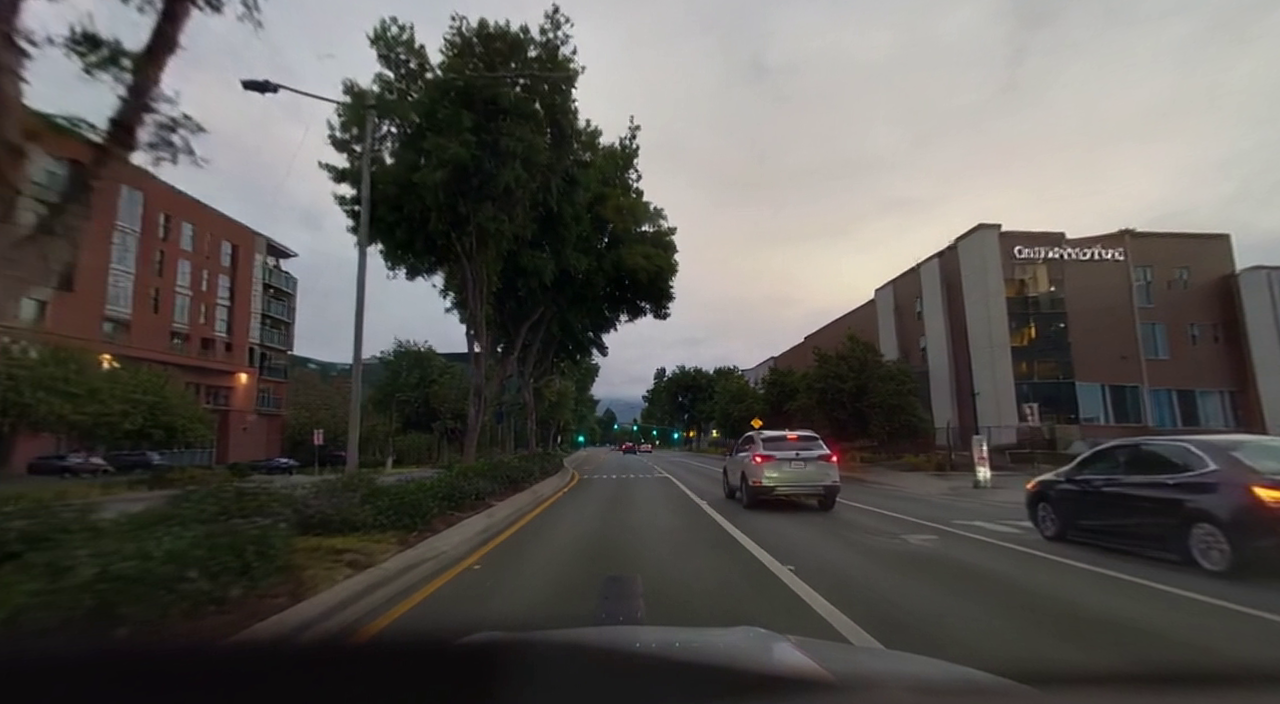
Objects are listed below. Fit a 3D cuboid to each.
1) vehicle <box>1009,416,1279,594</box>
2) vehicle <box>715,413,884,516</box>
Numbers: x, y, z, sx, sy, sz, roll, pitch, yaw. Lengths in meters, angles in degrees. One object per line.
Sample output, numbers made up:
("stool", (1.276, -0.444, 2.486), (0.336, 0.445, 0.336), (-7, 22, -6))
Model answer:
("vehicle", (6.847, 1.658, 7.712), (2.088, 1.524, 5.085), (-1, -9, 6))
("vehicle", (3.399, 2.566, 14.876), (2.505, 1.971, 5.162), (0, -9, -1))
